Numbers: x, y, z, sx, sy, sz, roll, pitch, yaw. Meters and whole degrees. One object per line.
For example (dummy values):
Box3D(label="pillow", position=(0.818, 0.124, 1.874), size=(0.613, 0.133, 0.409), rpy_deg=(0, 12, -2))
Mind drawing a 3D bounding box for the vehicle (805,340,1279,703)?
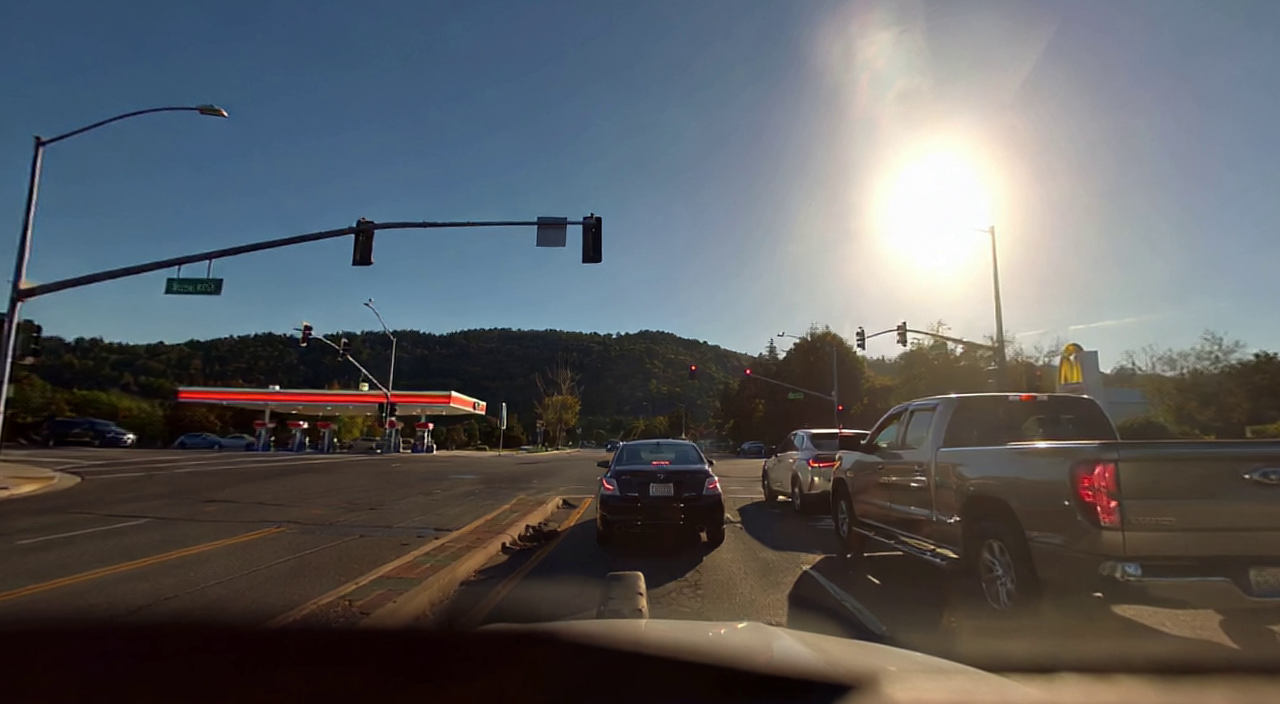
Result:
Box3D(label="vehicle", position=(3.560, 1.311, 6.130), size=(2.277, 1.871, 6.143), rpy_deg=(0, -8, 0))

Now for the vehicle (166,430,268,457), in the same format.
Box3D(label="vehicle", position=(-23.098, 5.032, 34.487), size=(4.326, 1.420, 1.798), rpy_deg=(-1, -8, 4))

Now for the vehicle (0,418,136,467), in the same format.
Box3D(label="vehicle", position=(-21.972, 3.360, 23.451), size=(4.742, 1.720, 2.107), rpy_deg=(-1, -8, 4))

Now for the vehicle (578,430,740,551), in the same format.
Box3D(label="vehicle", position=(0.231, 2.016, 9.869), size=(2.027, 1.494, 3.824), rpy_deg=(0, -8, 0))
